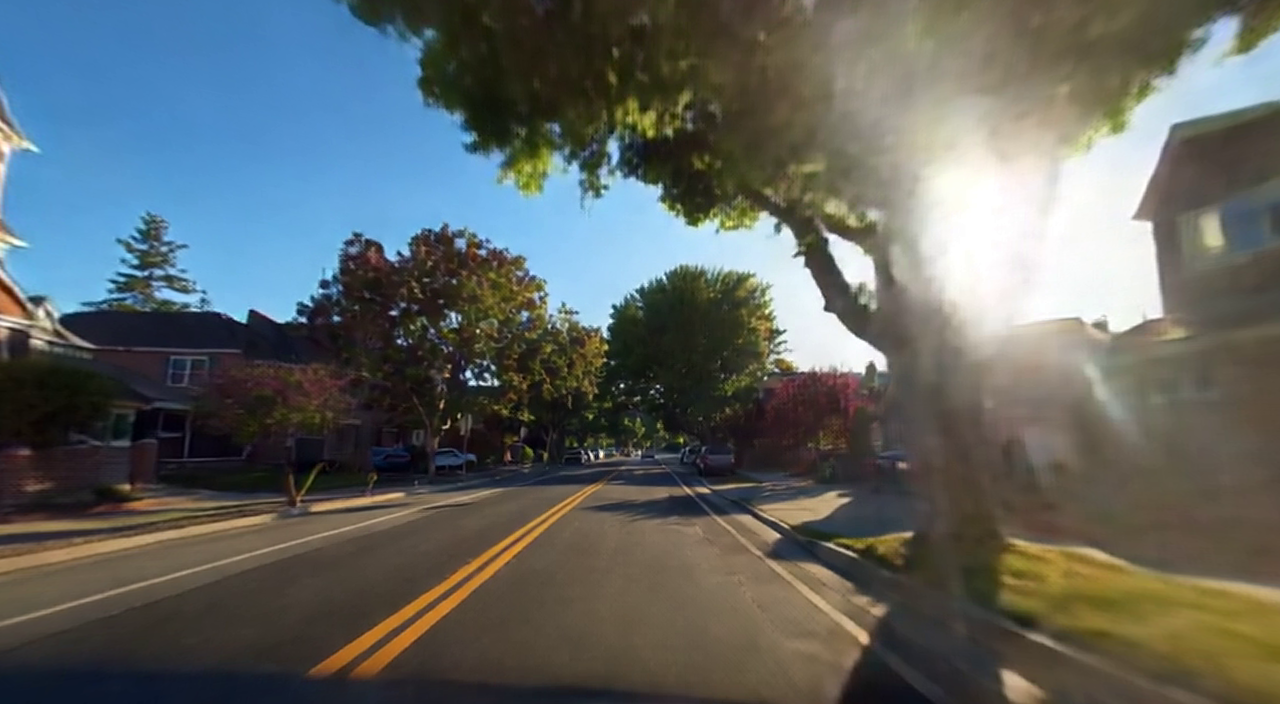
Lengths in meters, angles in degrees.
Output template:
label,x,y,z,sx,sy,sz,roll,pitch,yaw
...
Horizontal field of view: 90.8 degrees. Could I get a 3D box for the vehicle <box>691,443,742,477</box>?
label,x,y,z,sx,sy,sz,roll,pitch,yaw
vehicle,4.185,5.984,35.273,1.937,1.752,4.574,1,-9,-5
